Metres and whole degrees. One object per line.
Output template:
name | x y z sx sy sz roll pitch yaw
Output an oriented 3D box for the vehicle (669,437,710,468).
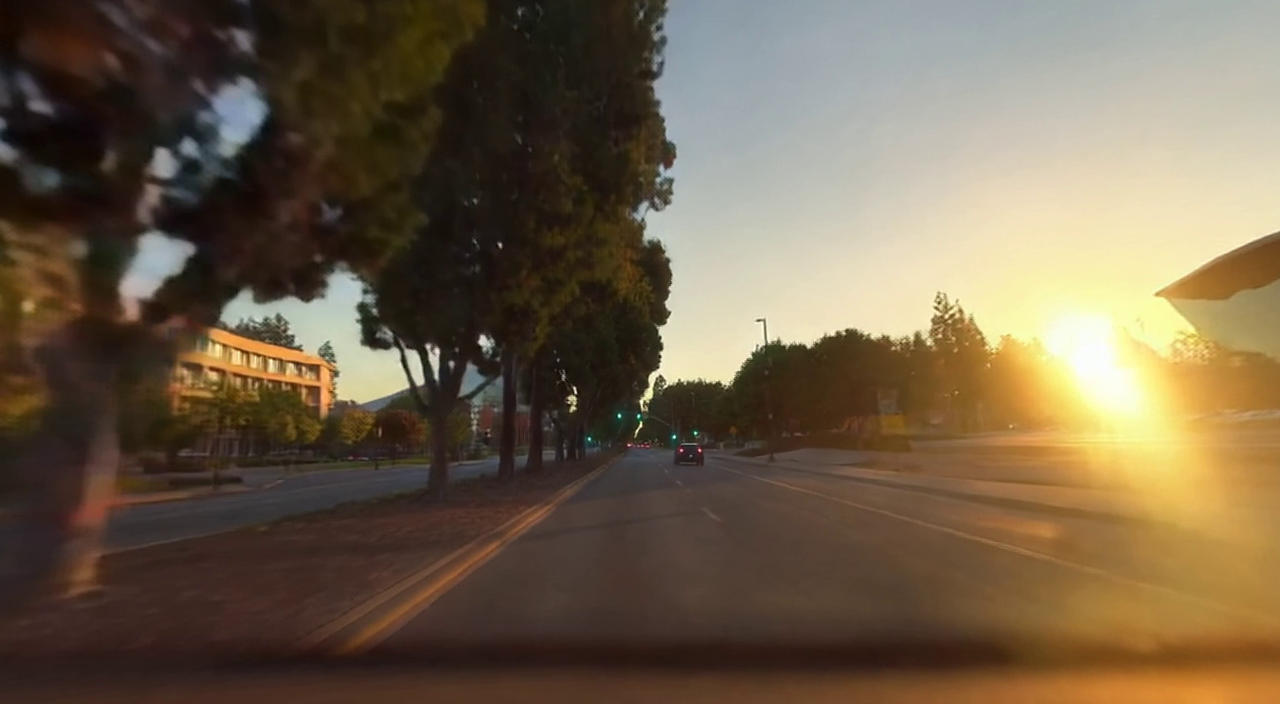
vehicle | 3.050 6.348 40.053 2.085 1.828 5.383 0 -8 -1
